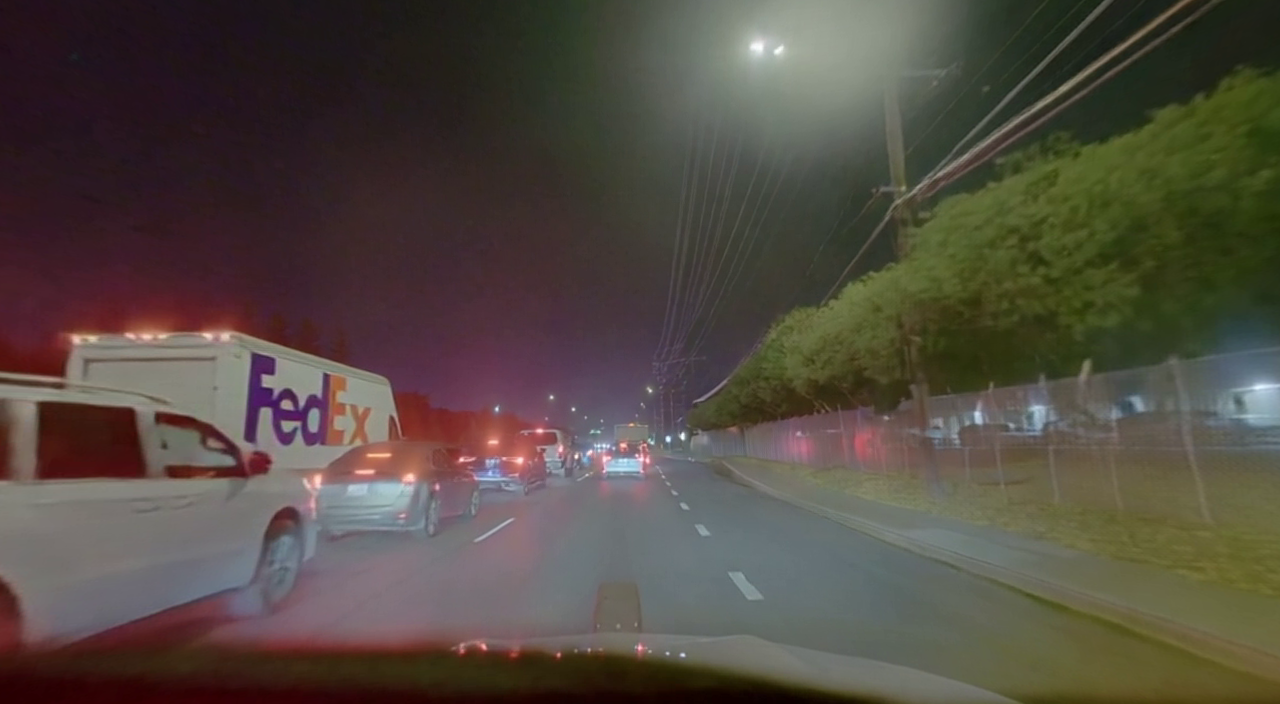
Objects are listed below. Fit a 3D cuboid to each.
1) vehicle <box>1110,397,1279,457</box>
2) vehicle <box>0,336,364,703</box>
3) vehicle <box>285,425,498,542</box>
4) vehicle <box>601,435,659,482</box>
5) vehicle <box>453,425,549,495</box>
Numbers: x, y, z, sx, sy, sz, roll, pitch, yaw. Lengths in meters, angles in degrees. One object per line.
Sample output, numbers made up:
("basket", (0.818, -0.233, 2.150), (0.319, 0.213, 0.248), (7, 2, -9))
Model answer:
("vehicle", (32.691, 4.384, 36.437), (8.848, 3.271, 2.774), (0, -9, -5))
("vehicle", (-3.827, 0.981, 3.557), (2.263, 1.803, 4.868), (0, -9, 0))
("vehicle", (-4.029, 2.196, 11.169), (2.014, 1.637, 4.382), (0, -9, -1))
("vehicle", (-0.405, 4.111, 24.517), (2.055, 1.671, 4.147), (0, -9, -1))
("vehicle", (-4.064, 3.244, 19.262), (1.956, 1.865, 4.624), (0, -9, -1))
